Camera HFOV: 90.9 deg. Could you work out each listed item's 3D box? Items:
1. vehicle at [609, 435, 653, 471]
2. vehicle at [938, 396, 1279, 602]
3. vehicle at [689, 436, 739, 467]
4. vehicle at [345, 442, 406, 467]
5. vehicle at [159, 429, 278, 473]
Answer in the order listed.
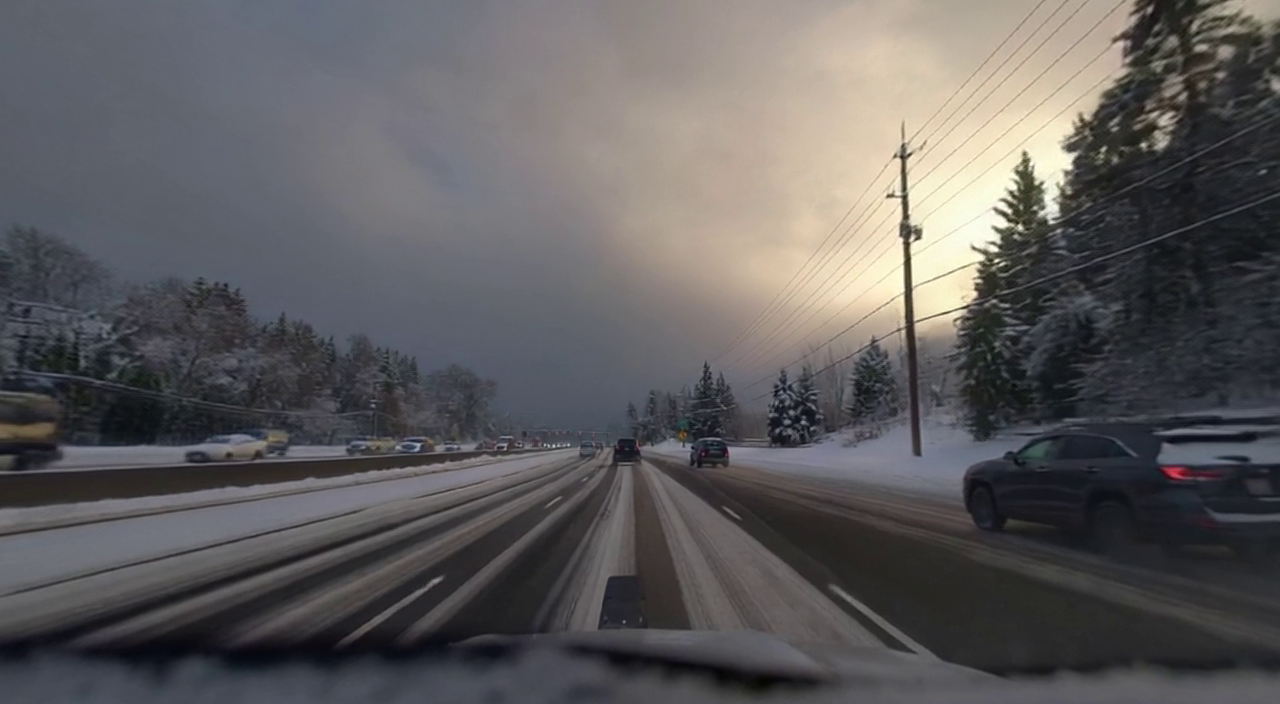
[{"bbox_3d":[-0.543,5.331,33.417,2.192,1.769,4.287,0,-9,-2],"label":"vehicle"},{"bbox_3d":[5.999,1.604,7.794,2.102,1.723,4.745,1,-9,-3],"label":"vehicle"},{"bbox_3d":[4.355,5.966,37.987,2.099,1.720,4.829,1,-9,-4],"label":"vehicle"},{"bbox_3d":[-16.653,6.463,39.951,1.902,1.437,4.601,0,-8,0],"label":"vehicle"},{"bbox_3d":[-16.390,3.886,24.812,1.838,1.551,4.182,0,-9,-2],"label":"vehicle"}]
